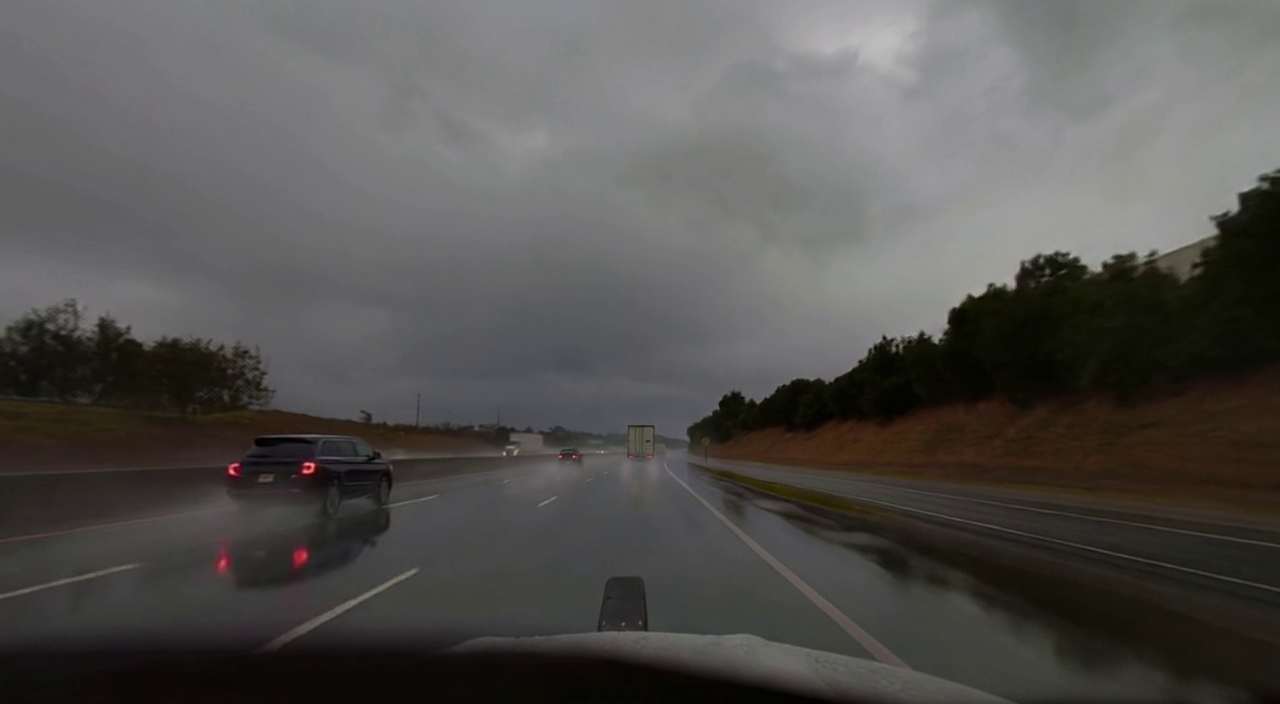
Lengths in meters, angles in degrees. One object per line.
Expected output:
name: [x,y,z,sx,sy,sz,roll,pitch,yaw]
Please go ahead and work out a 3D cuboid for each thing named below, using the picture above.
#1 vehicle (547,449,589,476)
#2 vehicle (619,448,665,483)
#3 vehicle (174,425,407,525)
vehicle: [-4.253,6.601,37.922,2.018,1.504,4.431,0,-9,0]
vehicle: [0.073,5.200,29.093,1.991,1.507,3.391,0,-9,-1]
vehicle: [-7.647,2.762,14.696,2.316,1.875,5.337,0,-9,0]
